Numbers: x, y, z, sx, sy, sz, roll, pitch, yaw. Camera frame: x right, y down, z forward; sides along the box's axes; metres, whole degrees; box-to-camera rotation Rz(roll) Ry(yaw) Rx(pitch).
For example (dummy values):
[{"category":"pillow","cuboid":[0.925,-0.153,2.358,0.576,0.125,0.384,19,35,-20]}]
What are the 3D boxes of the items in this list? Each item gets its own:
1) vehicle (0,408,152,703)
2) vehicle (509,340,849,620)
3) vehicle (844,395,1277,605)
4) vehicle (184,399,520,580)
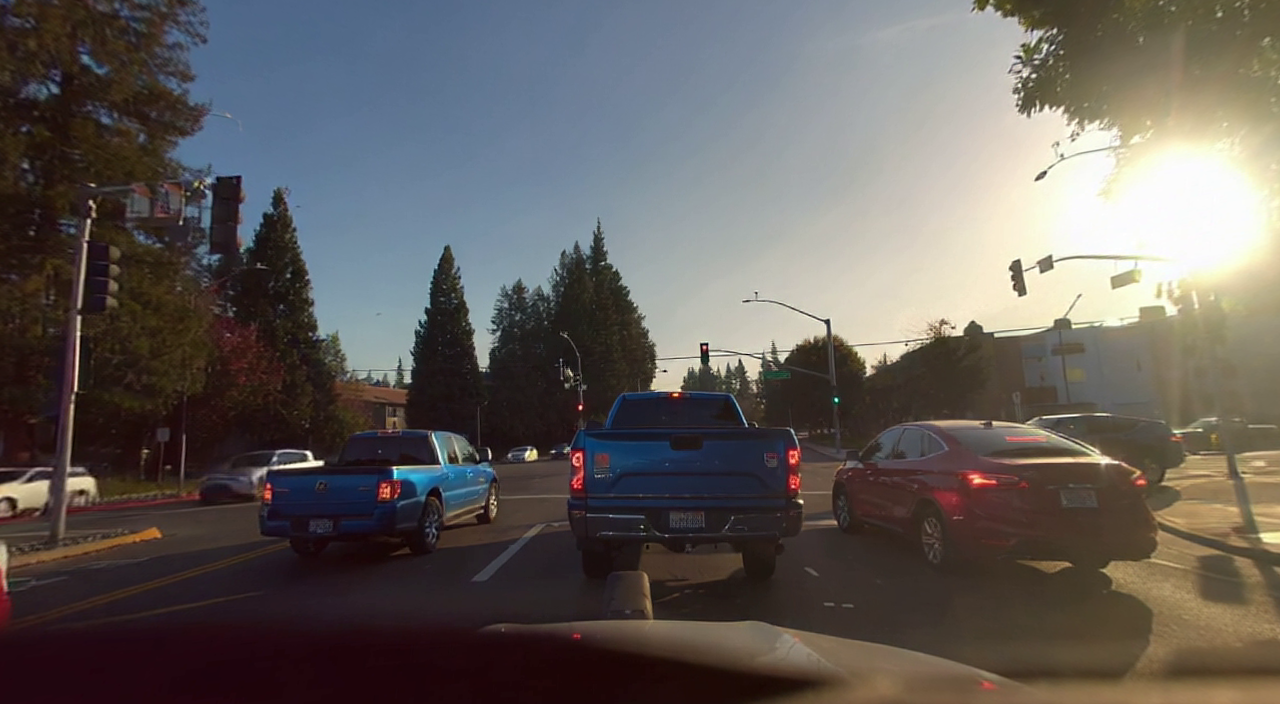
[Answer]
[{"category":"vehicle","cuboid":[-3.390,0.707,0.650,1.998,1.481,4.656,0,-8,1]},{"category":"vehicle","cuboid":[0.324,1.284,7.155,2.505,2.084,4.768,0,-8,1]},{"category":"vehicle","cuboid":[4.040,1.490,7.184,1.984,1.659,4.226,0,-8,0]},{"category":"vehicle","cuboid":[-3.288,1.686,8.585,2.125,1.739,4.707,0,-8,3]}]
